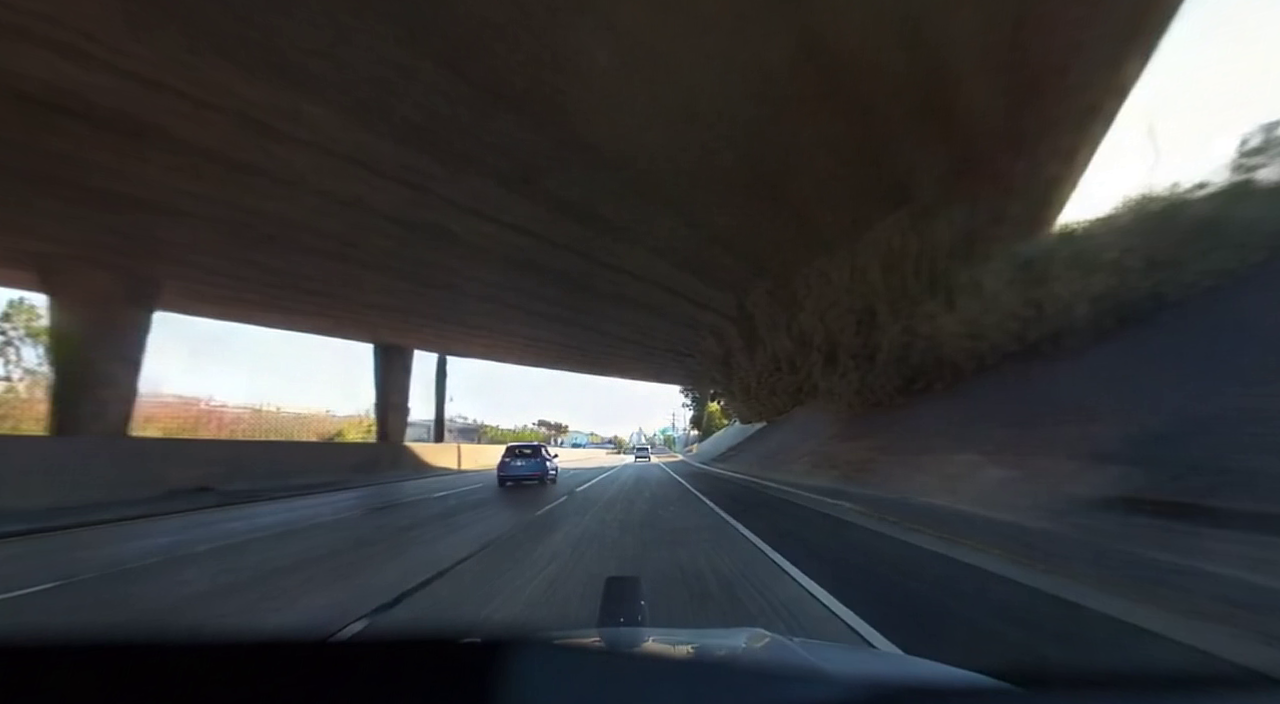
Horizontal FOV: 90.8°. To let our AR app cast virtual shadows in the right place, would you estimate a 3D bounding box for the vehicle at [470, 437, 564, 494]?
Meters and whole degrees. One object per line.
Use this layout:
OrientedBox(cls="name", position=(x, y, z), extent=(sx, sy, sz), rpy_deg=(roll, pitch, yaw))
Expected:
OrientedBox(cls="vehicle", position=(-4.179, 3.960, 22.442), extent=(2.272, 1.759, 5.058), rpy_deg=(0, -9, 1))
